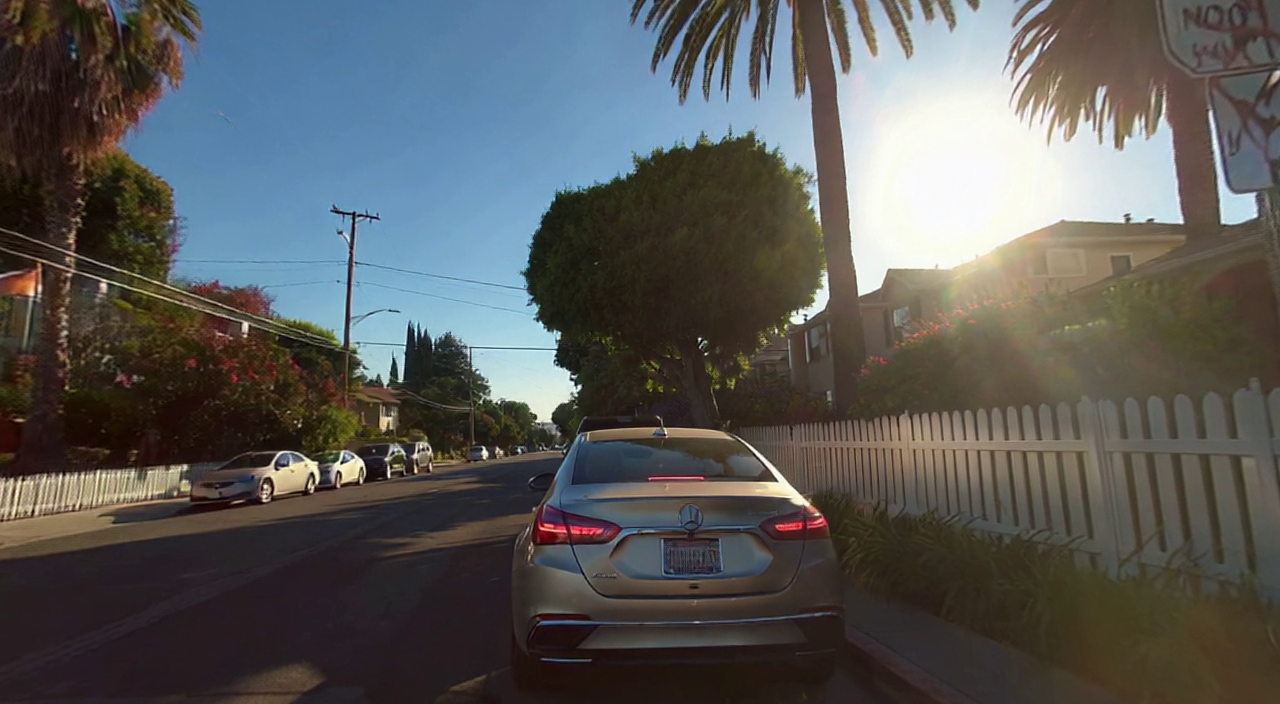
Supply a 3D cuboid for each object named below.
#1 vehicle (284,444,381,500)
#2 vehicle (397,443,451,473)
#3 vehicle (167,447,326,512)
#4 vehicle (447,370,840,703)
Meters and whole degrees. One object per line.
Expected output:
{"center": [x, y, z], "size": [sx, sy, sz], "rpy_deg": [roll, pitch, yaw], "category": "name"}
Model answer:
{"center": [-12.162, 4.711, 25.270], "size": [2.048, 1.485, 4.757], "rpy_deg": [-4, -4, -8], "category": "vehicle"}
{"center": [-13.177, 6.463, 38.693], "size": [2.060, 1.689, 4.999], "rpy_deg": [1, -8, -7], "category": "vehicle"}
{"center": [-11.403, 3.657, 18.784], "size": [2.017, 1.627, 5.039], "rpy_deg": [1, -8, -7], "category": "vehicle"}
{"center": [-0.141, 1.219, 4.995], "size": [1.894, 1.695, 3.795], "rpy_deg": [1, -8, -6], "category": "vehicle"}
